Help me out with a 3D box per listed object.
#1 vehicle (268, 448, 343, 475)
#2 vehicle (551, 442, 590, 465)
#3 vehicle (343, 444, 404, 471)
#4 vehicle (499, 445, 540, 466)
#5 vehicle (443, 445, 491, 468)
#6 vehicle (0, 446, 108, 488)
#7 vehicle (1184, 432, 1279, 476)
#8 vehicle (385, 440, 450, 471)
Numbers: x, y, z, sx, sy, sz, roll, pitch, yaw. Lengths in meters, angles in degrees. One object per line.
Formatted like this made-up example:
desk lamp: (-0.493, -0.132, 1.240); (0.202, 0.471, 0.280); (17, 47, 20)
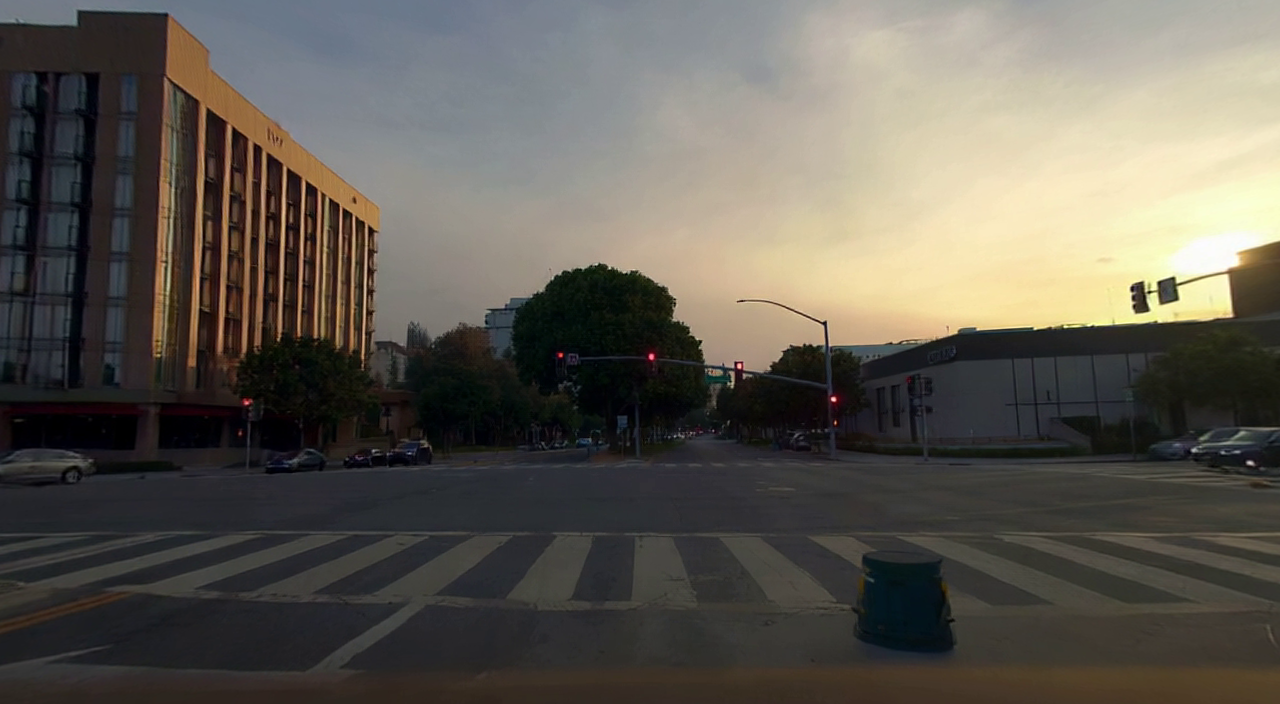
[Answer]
vehicle: (-21.834, 7.148, 41.303); (1.929, 1.619, 4.577); (-1, -9, 8)
vehicle: (-4.533, 6.724, 41.675); (1.954, 1.431, 4.050); (0, -9, 2)
vehicle: (-18.554, 7.343, 44.000); (2.237, 1.801, 4.541); (0, -9, 0)
vehicle: (-8.097, 7.004, 42.605); (1.910, 1.321, 3.692); (0, -9, 1)
vehicle: (-11.640, 7.070, 42.691); (1.911, 1.476, 4.297); (-1, -9, 2)
vehicle: (-28.686, 5.423, 29.965); (4.884, 1.839, 2.032); (7, -12, -42)
vehicle: (22.317, 3.583, 22.237); (4.474, 1.477, 1.908); (0, -9, -3)
vehicle: (-15.138, 7.041, 43.151); (2.340, 1.946, 5.450); (0, -9, 2)
